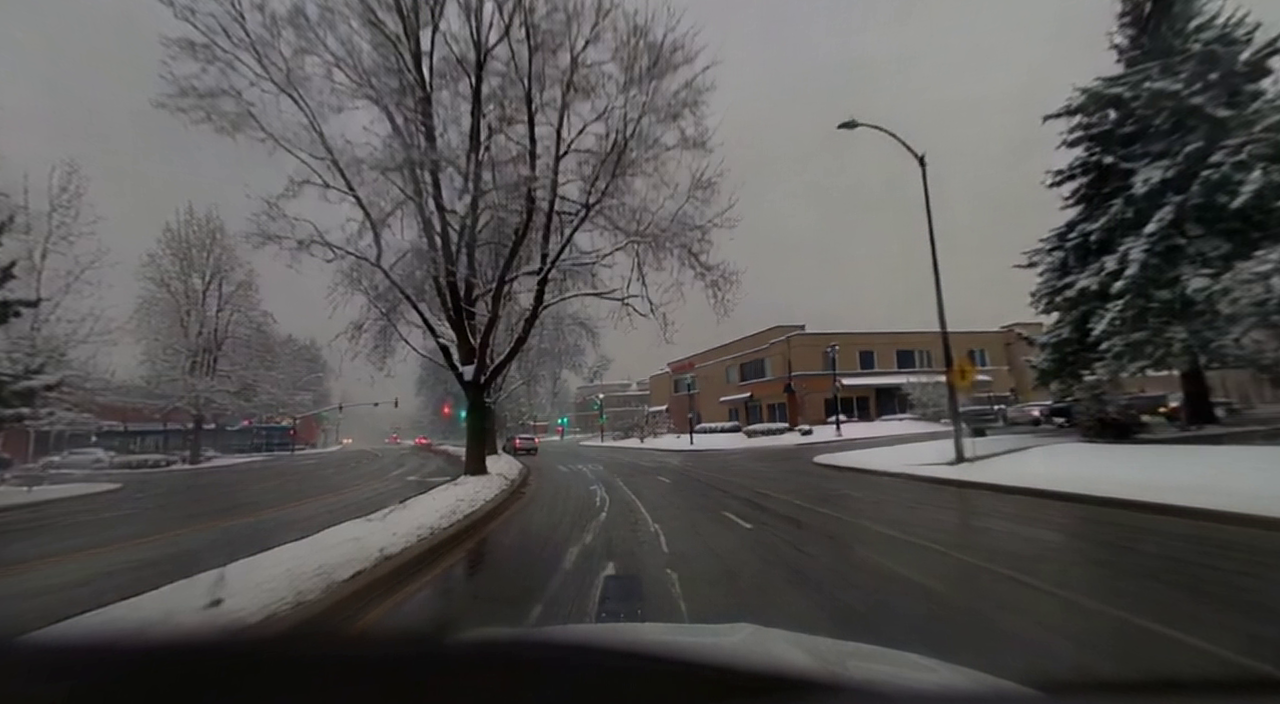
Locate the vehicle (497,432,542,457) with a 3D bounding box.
[{"bbox_3d":[-7.879,5.993,40.953,2.018,1.512,4.304,3,-8,-22],"label":"vehicle"}]
